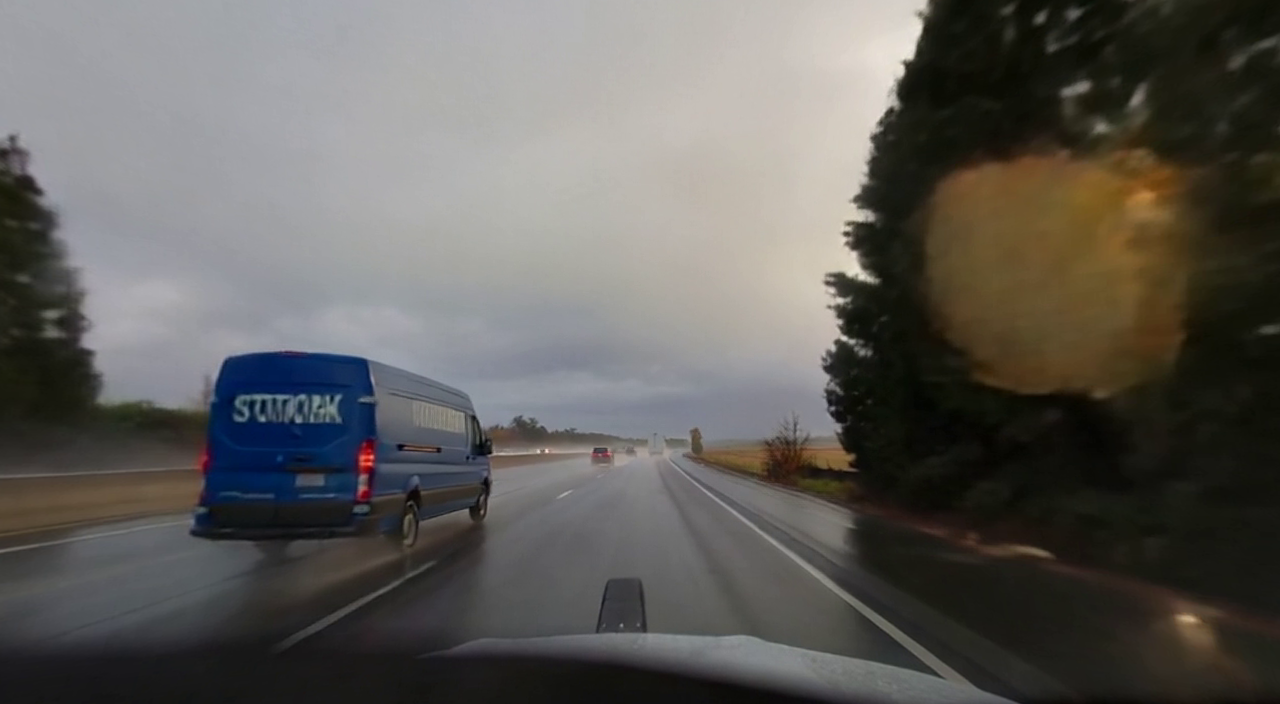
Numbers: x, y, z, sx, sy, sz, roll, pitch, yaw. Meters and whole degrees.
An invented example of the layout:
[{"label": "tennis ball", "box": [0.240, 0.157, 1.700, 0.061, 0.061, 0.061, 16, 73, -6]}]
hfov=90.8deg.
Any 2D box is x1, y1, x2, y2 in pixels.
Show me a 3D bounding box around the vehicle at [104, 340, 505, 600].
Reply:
[{"label": "vehicle", "box": [-3.610, 1.446, 8.428, 2.360, 2.367, 5.223, 0, -9, 1]}]
